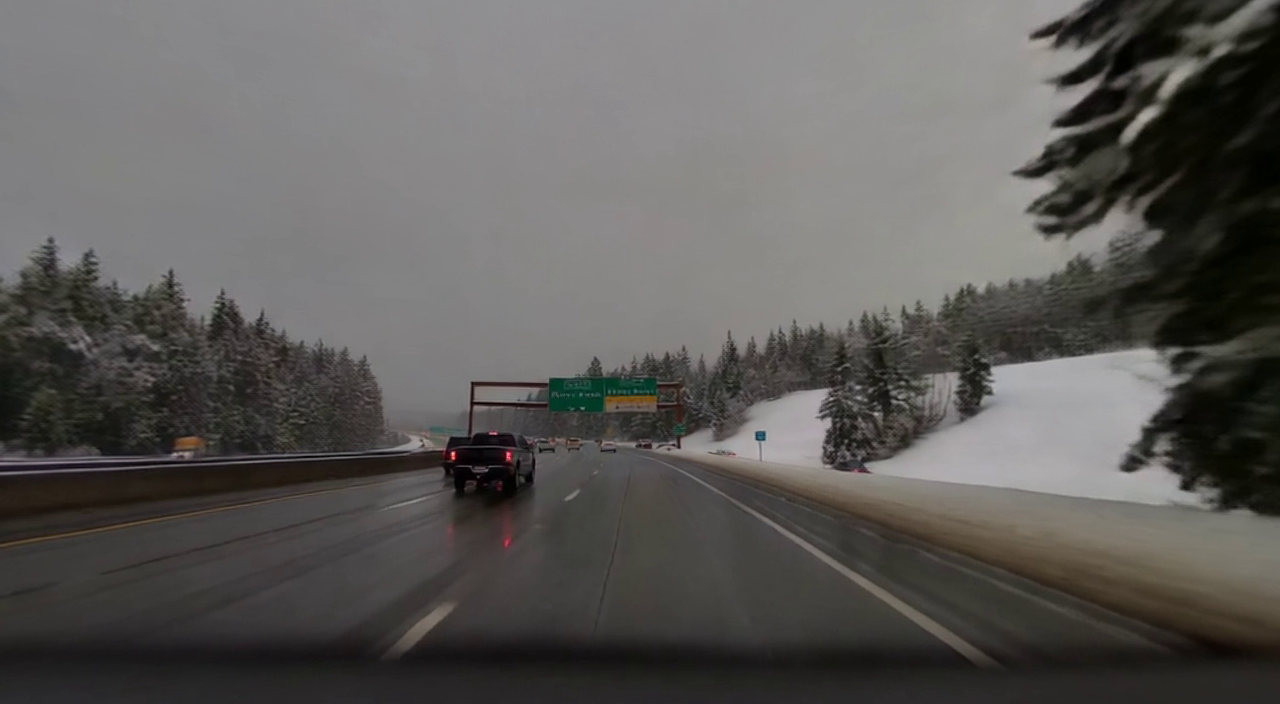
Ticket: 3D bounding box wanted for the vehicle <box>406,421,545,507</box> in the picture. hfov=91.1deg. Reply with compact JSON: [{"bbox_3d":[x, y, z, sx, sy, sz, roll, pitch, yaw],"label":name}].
[{"bbox_3d":[-3.858,2.745,15.834,2.142,1.789,5.009,0,-9,0],"label":"vehicle"}]
